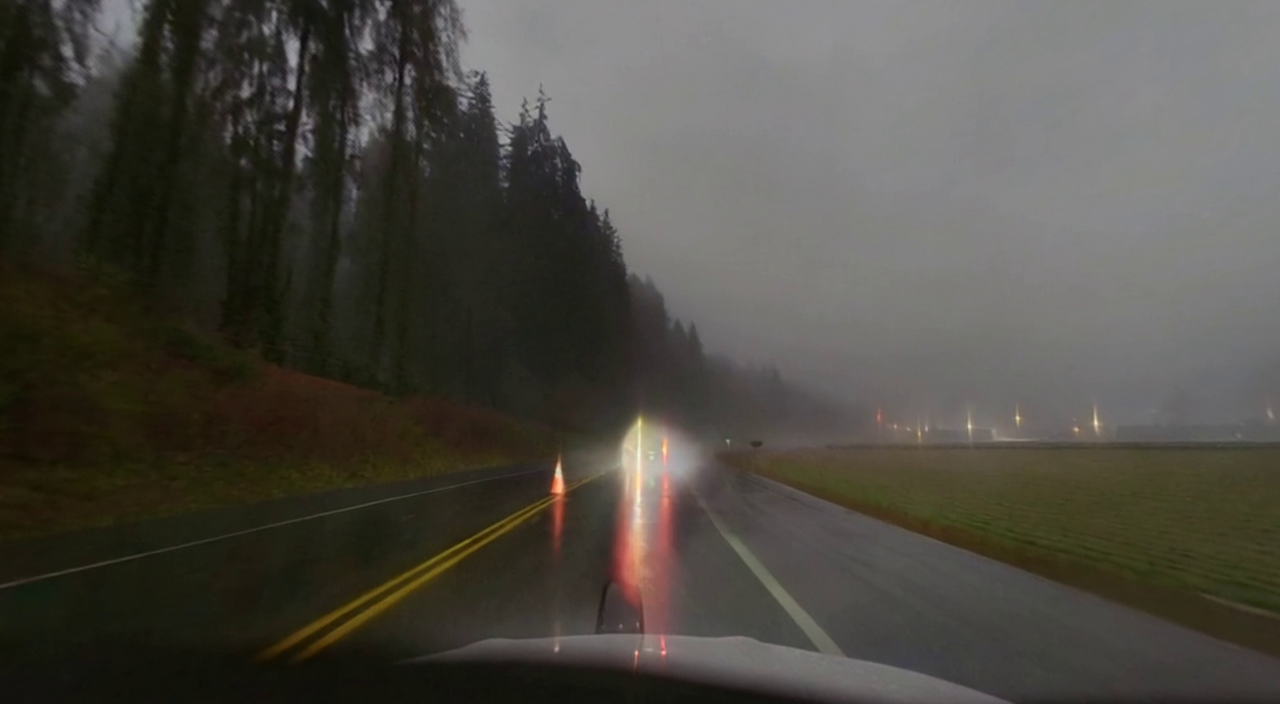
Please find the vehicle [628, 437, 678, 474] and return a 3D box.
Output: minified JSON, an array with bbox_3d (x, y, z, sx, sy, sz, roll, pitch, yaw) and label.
[{"bbox_3d":[0.610,4.543,27.844,2.042,1.489,3.963,-1,-8,2],"label":"vehicle"}]
